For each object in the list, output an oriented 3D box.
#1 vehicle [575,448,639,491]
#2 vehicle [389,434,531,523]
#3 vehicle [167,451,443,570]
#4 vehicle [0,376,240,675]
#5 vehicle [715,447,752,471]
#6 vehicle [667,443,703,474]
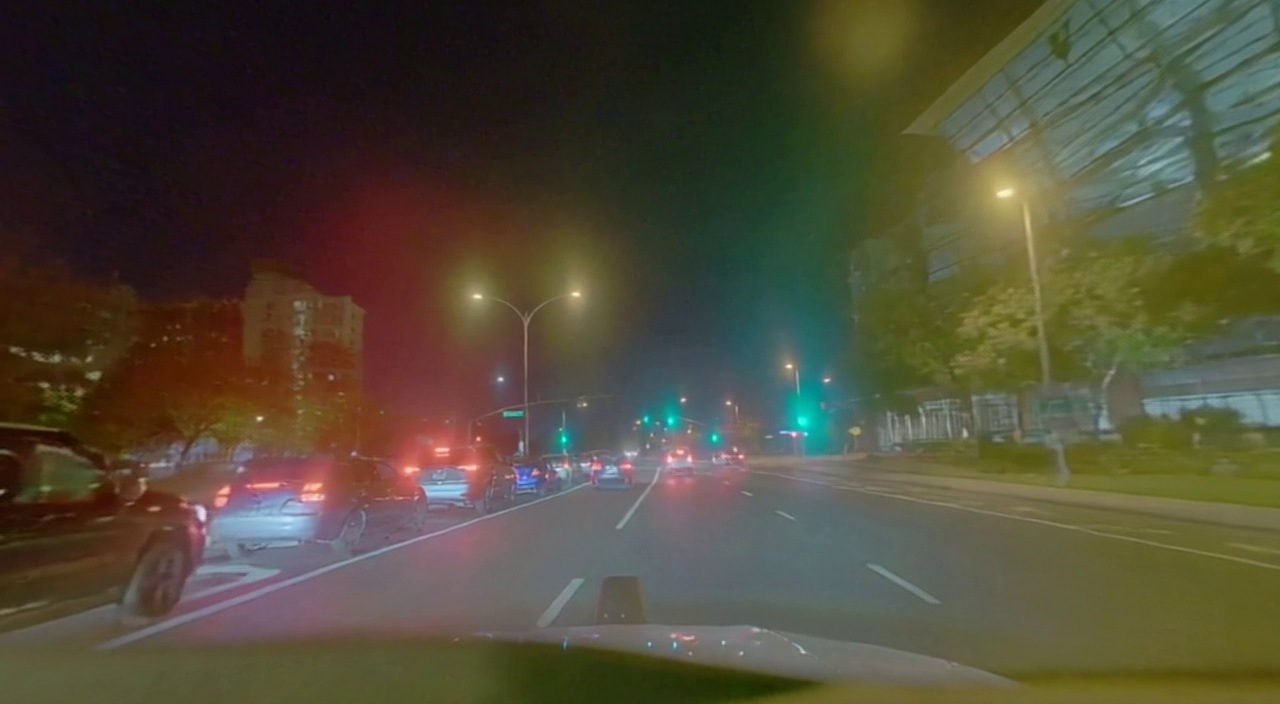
[{"bbox_3d":[-1.211,4.670,25.395,2.205,1.537,4.895,0,-8,1],"label":"vehicle"},{"bbox_3d":[-4.674,3.325,17.116,2.142,1.834,4.588,-7,-9,4],"label":"vehicle"},{"bbox_3d":[-5.269,2.501,10.871,1.868,1.514,4.870,0,-8,3],"label":"vehicle"},{"bbox_3d":[-5.530,1.236,4.549,2.142,2.061,4.750,0,-9,-1],"label":"vehicle"},{"bbox_3d":[6.858,7.864,46.370,2.120,1.497,4.323,-4,-9,2],"label":"vehicle"},{"bbox_3d":[2.799,6.562,39.030,2.102,1.815,4.716,-1,-8,4],"label":"vehicle"}]
